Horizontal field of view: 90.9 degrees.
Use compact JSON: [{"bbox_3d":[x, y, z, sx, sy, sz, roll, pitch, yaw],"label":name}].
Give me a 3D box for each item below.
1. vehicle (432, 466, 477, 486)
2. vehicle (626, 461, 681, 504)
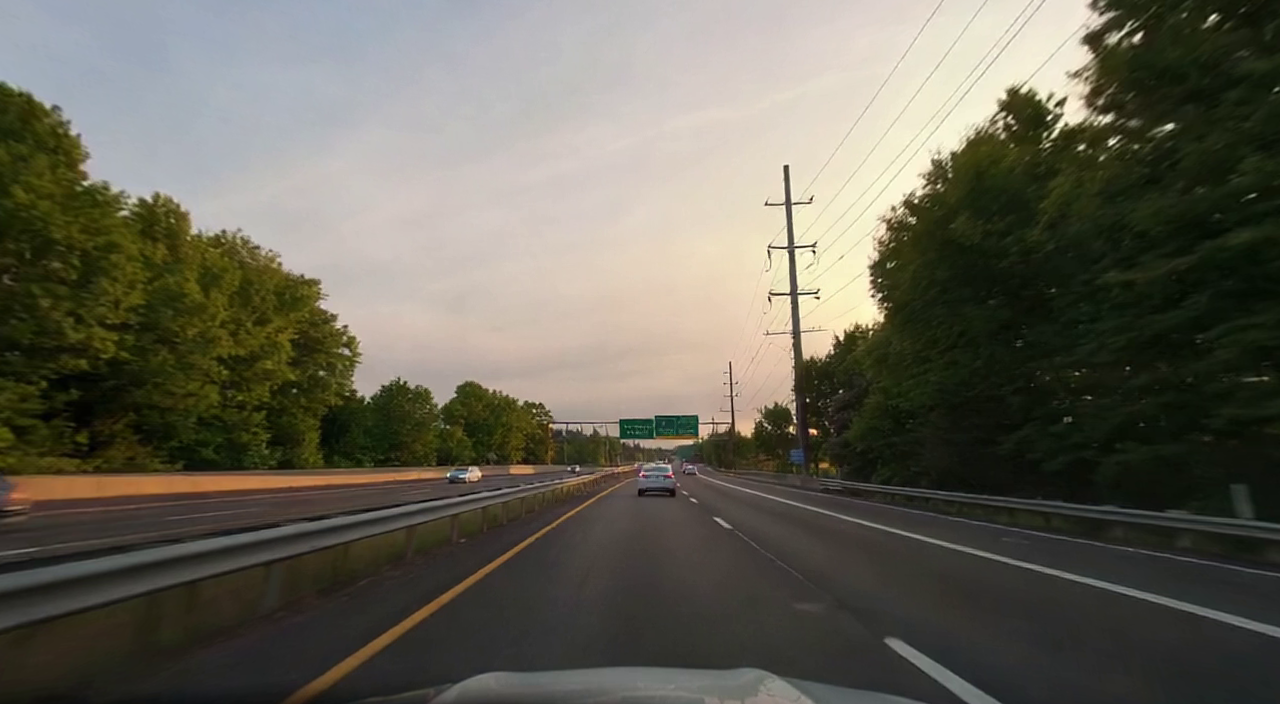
[{"bbox_3d":[-14.085,9.443,48.002,1.895,1.425,4.524,0,-10,2],"label":"vehicle"},{"bbox_3d":[0.523,5.023,24.521,1.987,1.480,3.786,1,-10,1],"label":"vehicle"}]
